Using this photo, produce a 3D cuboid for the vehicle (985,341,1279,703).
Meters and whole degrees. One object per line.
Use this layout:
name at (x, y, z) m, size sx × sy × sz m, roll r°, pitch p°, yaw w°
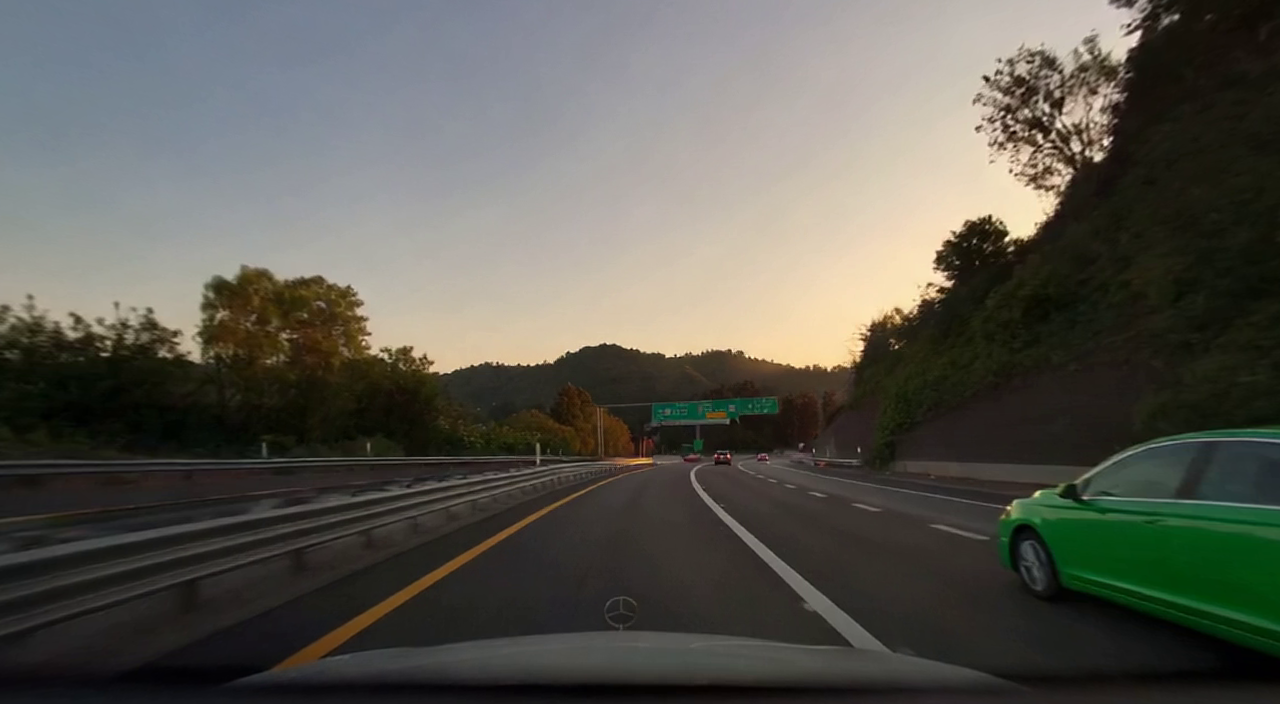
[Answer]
vehicle at (4.001, 0.844, 2.856) m, size 2.124 × 1.793 × 4.787 m, roll 0°, pitch -9°, yaw 0°
